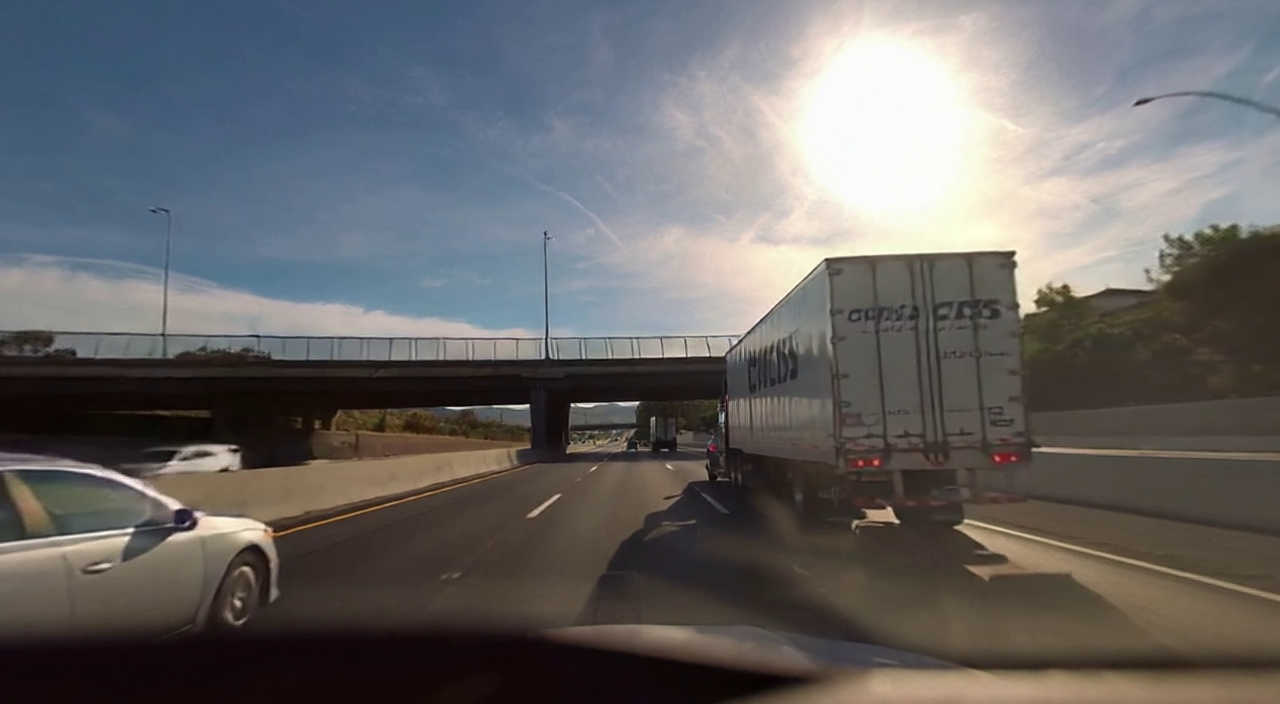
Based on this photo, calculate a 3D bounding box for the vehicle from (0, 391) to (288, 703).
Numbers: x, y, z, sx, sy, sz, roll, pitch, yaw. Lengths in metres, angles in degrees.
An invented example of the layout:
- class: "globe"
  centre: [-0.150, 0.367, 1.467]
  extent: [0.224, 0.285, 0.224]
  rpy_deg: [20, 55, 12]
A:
- class: "vehicle"
  centre: [-3.510, 0.917, 2.388]
  extent: [1.990, 1.520, 4.100]
  rpy_deg: [0, -8, 0]

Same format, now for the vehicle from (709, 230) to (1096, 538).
- class: "vehicle"
  centre: [4.178, 1.375, 15.539]
  extent: [2.976, 4.064, 14.619]
  rpy_deg: [0, -8, -1]
